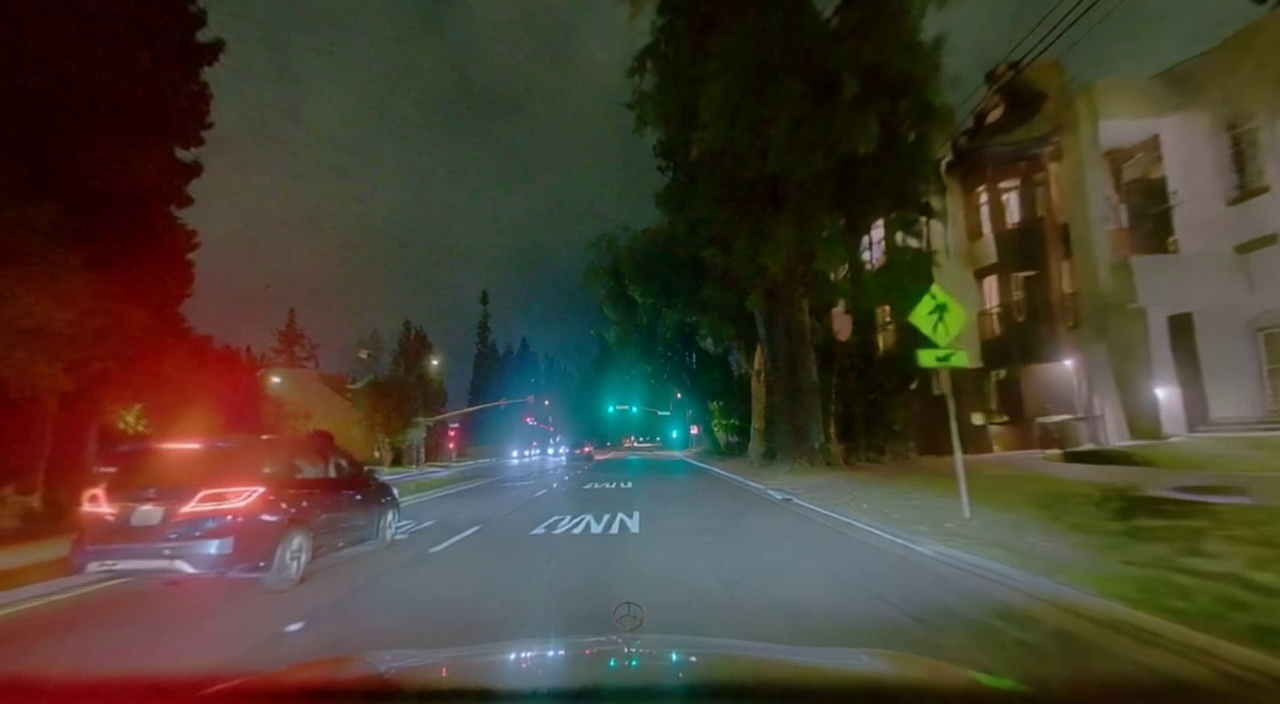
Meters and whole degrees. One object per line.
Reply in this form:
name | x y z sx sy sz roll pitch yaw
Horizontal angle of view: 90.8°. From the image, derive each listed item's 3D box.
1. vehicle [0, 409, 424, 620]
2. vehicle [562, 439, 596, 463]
vehicle | -4.509 1.666 7.543 2.169 1.706 4.638 0 -8 1
vehicle | -4.593 7.538 48.108 2.065 1.714 4.272 0 -8 1
